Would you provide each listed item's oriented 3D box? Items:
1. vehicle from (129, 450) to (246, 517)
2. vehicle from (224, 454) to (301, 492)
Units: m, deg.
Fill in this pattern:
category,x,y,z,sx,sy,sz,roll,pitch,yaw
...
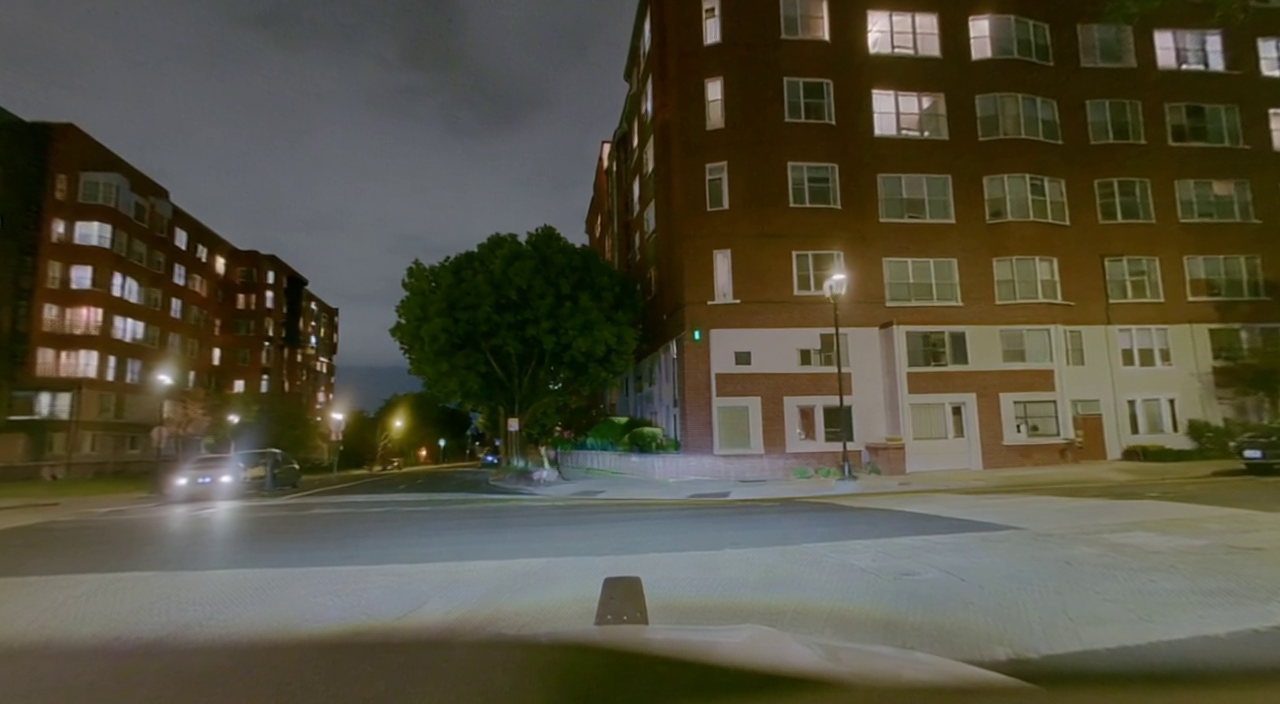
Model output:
category,x,y,z,sx,sy,sz,roll,pitch,yaw
vehicle,-12.263,3.492,17.392,2.027,1.475,4.522,2,-9,-29
vehicle,-16.966,5.418,28.557,1.941,1.442,4.384,1,-8,-17
